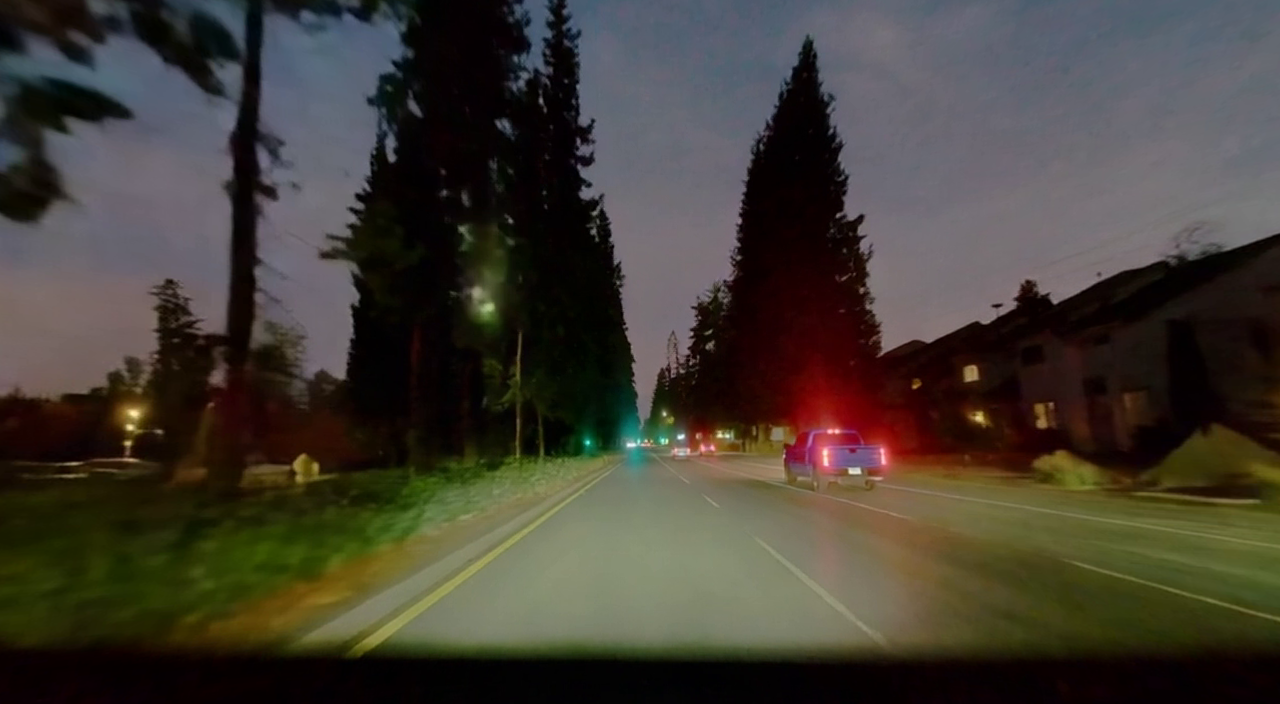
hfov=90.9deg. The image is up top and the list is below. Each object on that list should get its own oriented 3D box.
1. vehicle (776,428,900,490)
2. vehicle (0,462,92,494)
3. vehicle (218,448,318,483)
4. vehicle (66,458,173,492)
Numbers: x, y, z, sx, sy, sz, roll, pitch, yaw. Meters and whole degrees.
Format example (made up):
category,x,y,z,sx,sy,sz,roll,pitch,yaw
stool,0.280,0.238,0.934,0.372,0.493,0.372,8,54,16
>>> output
category,x,y,z,sx,sy,sz,roll,pitch,yaw
vehicle,6.326,3.509,21.039,2.262,1.769,5.666,0,-8,-1
vehicle,-36.429,7.698,38.538,4.128,1.570,1.995,-4,-8,5
vehicle,-23.556,7.137,39.920,5.541,2.074,2.416,-4,-9,22
vehicle,-30.847,7.221,37.349,5.297,1.831,2.122,-3,-9,16
